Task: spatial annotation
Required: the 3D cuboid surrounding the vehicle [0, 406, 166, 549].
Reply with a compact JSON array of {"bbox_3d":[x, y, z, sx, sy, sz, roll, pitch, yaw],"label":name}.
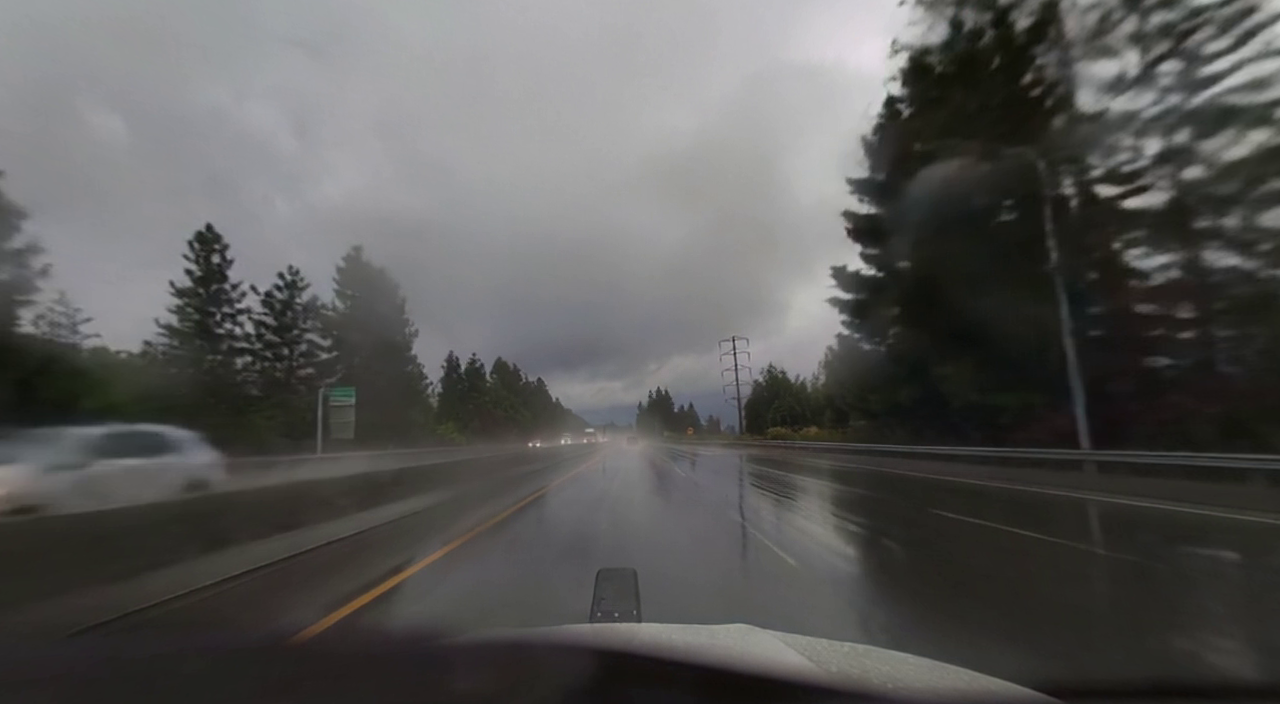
[{"bbox_3d":[-9.348,1.695,8.664,2.174,1.820,4.527,0,-8,-1],"label":"vehicle"}]
